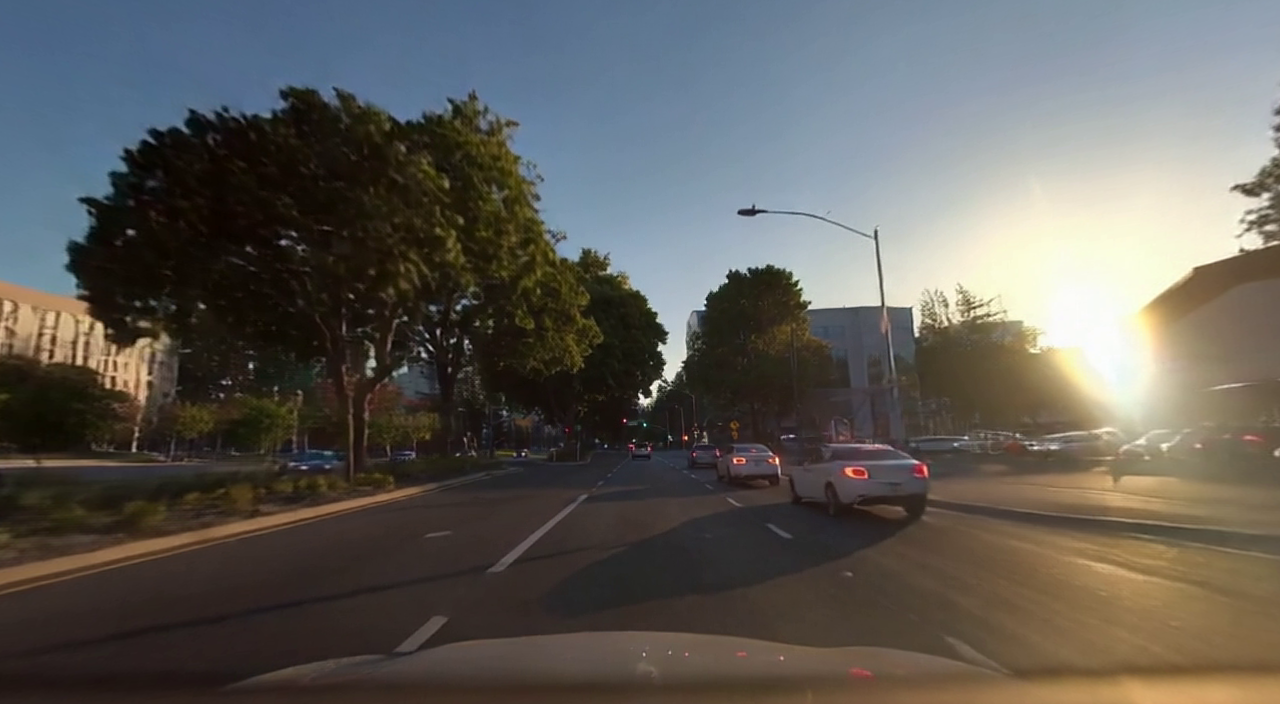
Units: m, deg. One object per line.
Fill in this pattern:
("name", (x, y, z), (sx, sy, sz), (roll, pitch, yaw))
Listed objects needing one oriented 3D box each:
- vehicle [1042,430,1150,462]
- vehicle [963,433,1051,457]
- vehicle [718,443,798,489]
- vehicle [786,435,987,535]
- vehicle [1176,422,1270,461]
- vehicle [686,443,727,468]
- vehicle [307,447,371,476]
("vehicle", (23.444, 4.854, 32.499), (1.837, 1.536, 4.036), (6, -11, -37))
("vehicle", (23.837, 6.071, 41.109), (1.826, 1.424, 4.544), (4, -10, -28))
("vehicle", (4.000, 3.918, 22.089), (1.872, 1.431, 4.270), (0, -8, -2))
("vehicle", (4.166, 2.293, 11.533), (1.913, 1.463, 4.198), (0, -8, -1))
("vehicle", (28.944, 4.453, 31.279), (3.978, 1.515, 1.859), (-2, -8, -25))
("vehicle", (4.103, 6.469, 39.726), (1.939, 1.474, 4.716), (0, -8, -1))
("vehicle", (-17.286, 6.267, 36.407), (1.764, 1.563, 3.872), (0, -8, 0))
